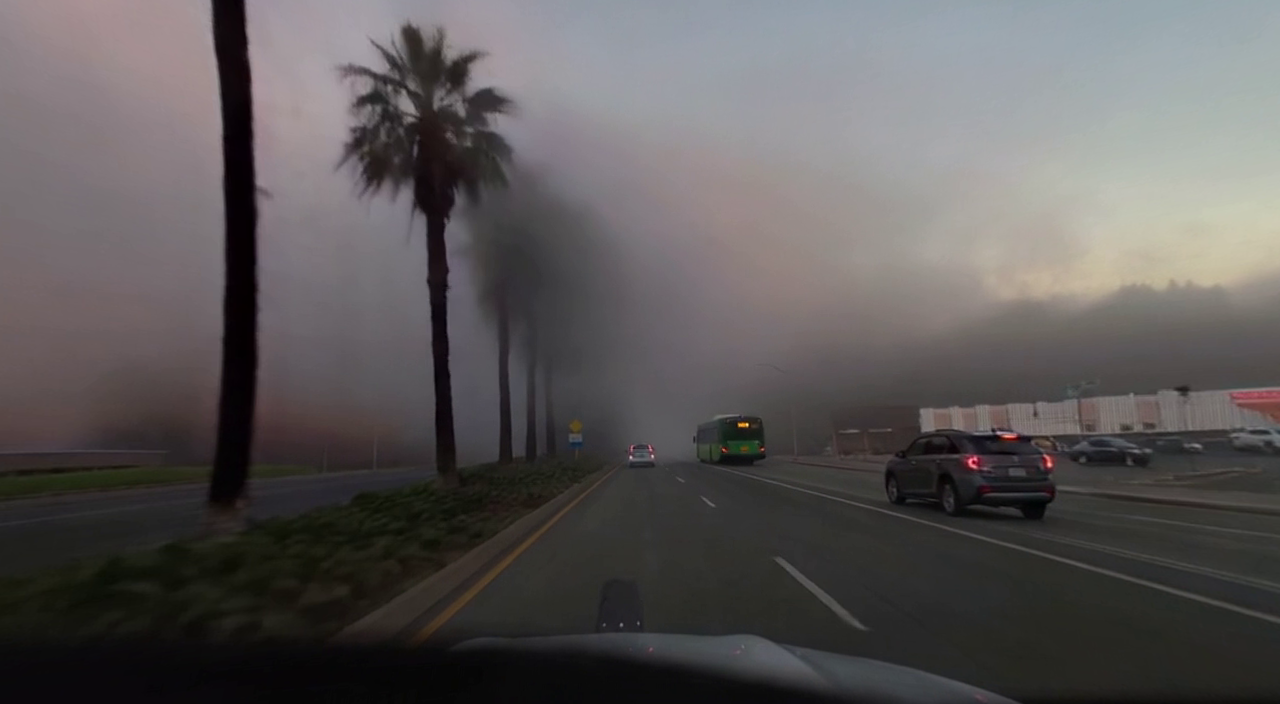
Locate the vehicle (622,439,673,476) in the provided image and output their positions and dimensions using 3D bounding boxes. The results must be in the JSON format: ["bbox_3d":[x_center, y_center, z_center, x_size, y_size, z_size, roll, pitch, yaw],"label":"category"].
[{"bbox_3d":[0.285,4.609,27.692,2.065,1.477,4.306,0,-9,0],"label":"vehicle"}]

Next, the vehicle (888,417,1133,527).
[{"bbox_3d":[6.506,2.151,11.814,2.031,1.670,4.154,0,-9,0],"label":"vehicle"}]

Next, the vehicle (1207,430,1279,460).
[{"bbox_3d":[35.584,5.310,36.075,1.908,1.637,4.765,-2,-9,0],"label":"vehicle"}]

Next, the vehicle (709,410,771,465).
[{"bbox_3d":[6.766,6.059,44.244,2.795,3.383,9.287,0,-9,0],"label":"vehicle"}]
